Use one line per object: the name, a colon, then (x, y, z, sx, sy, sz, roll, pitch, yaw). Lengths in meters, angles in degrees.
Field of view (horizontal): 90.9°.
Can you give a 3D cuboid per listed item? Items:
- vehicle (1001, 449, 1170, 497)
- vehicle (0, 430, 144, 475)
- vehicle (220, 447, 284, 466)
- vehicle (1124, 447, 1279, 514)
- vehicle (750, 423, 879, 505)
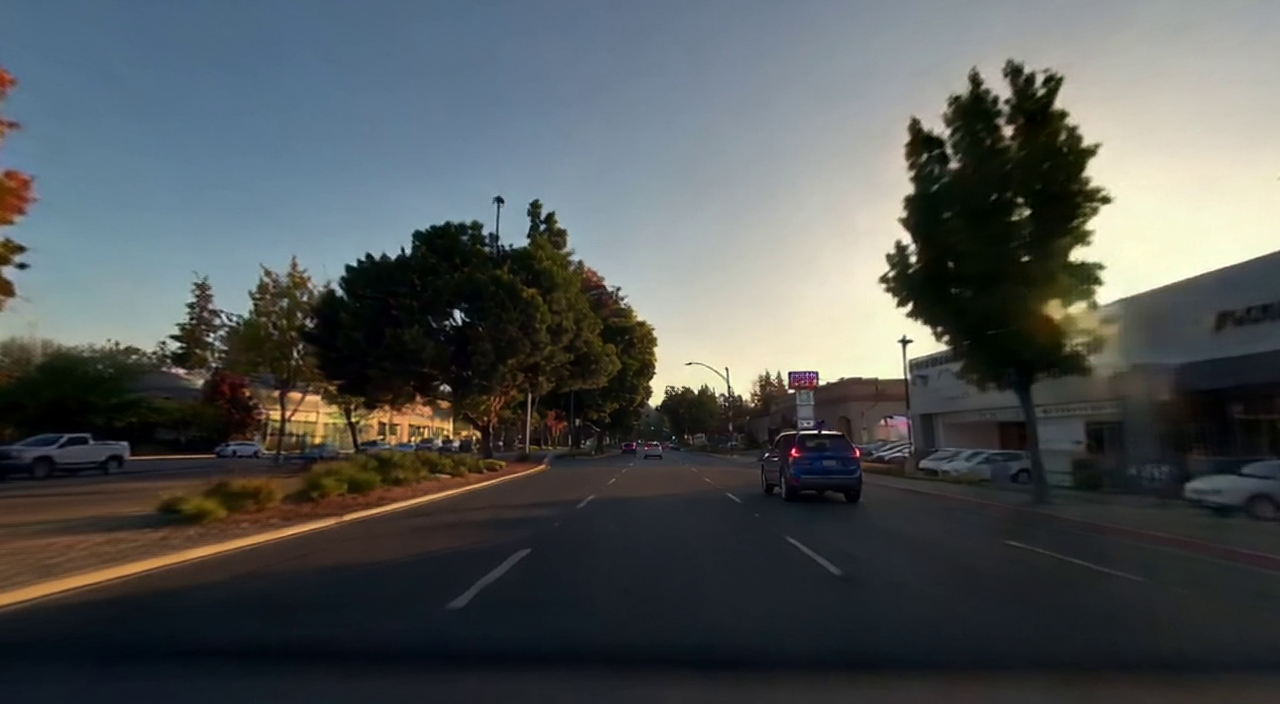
vehicle: (17.773, 4.833, 25.354, 5.012, 1.813, 2.291, 0, -8, 0)
vehicle: (-28.318, 4.905, 30.913, 2.344, 1.946, 6.771, -1, -9, 2)
vehicle: (-29.287, 7.859, 47.611, 3.695, 1.400, 1.658, 0, -8, 1)
vehicle: (17.769, 3.768, 18.745, 4.864, 1.838, 2.123, 0, -8, 3)
vehicle: (4.210, 2.789, 16.092, 2.024, 1.773, 4.431, 0, -8, 0)
